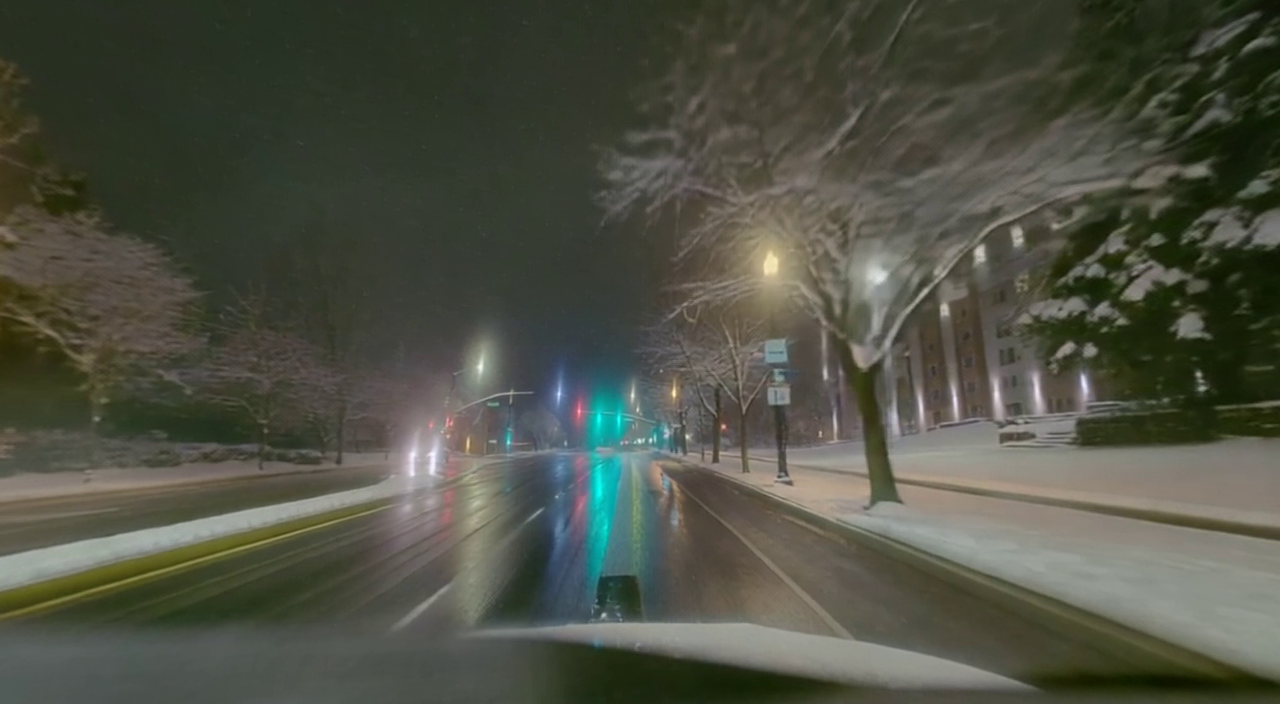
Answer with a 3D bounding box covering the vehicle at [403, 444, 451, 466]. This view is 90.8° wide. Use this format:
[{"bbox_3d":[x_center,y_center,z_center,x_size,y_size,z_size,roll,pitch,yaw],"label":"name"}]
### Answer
[{"bbox_3d":[-15.225,7.392,45.454,1.898,1.469,4.577,0,-9,0],"label":"vehicle"}]
